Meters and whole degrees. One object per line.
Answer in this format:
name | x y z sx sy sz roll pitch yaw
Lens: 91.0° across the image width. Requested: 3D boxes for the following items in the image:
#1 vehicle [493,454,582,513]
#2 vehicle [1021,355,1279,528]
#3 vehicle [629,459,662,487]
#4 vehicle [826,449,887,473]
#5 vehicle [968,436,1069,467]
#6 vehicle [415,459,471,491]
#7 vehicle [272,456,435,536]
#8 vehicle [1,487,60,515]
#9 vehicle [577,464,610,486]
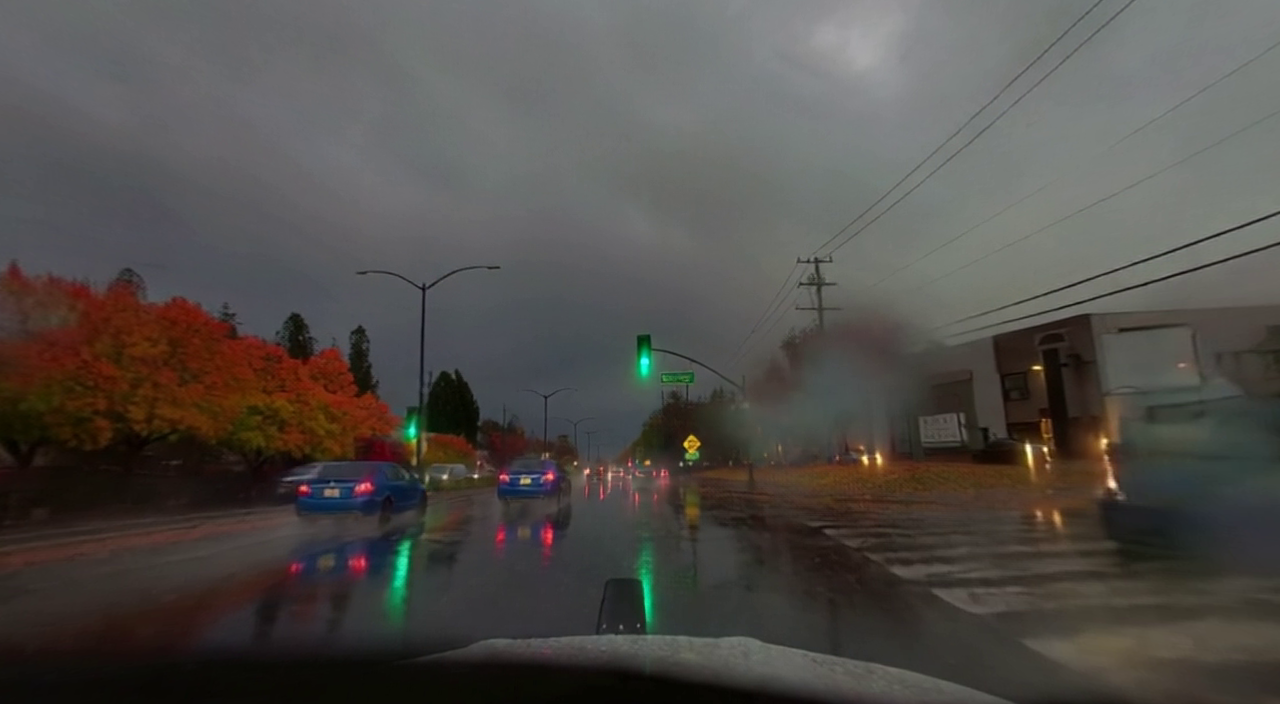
vehicle | -3.205 4.209 20.698 2.085 1.663 4.513 1 -9 1
vehicle | 9.960 1.428 9.846 6.464 2.280 2.483 1 -9 -4
vehicle | 0.354 8.211 42.920 2.144 1.704 4.028 1 -9 -1
vehicle | 14.899 7.569 43.593 1.826 1.474 4.254 1 -10 -14
vehicle | 20.108 5.307 33.617 1.835 1.501 4.158 7 -11 -33
vehicle | -15.270 9.561 49.305 2.409 2.154 6.127 1 -9 0
vehicle | -6.758 3.388 15.454 1.932 1.596 4.247 1 -9 1
vehicle | -46.285 11.323 47.913 1.981 1.736 4.293 6 -10 -27
vehicle | -3.533 9.533 48.839 2.068 1.482 4.490 0 -9 2
